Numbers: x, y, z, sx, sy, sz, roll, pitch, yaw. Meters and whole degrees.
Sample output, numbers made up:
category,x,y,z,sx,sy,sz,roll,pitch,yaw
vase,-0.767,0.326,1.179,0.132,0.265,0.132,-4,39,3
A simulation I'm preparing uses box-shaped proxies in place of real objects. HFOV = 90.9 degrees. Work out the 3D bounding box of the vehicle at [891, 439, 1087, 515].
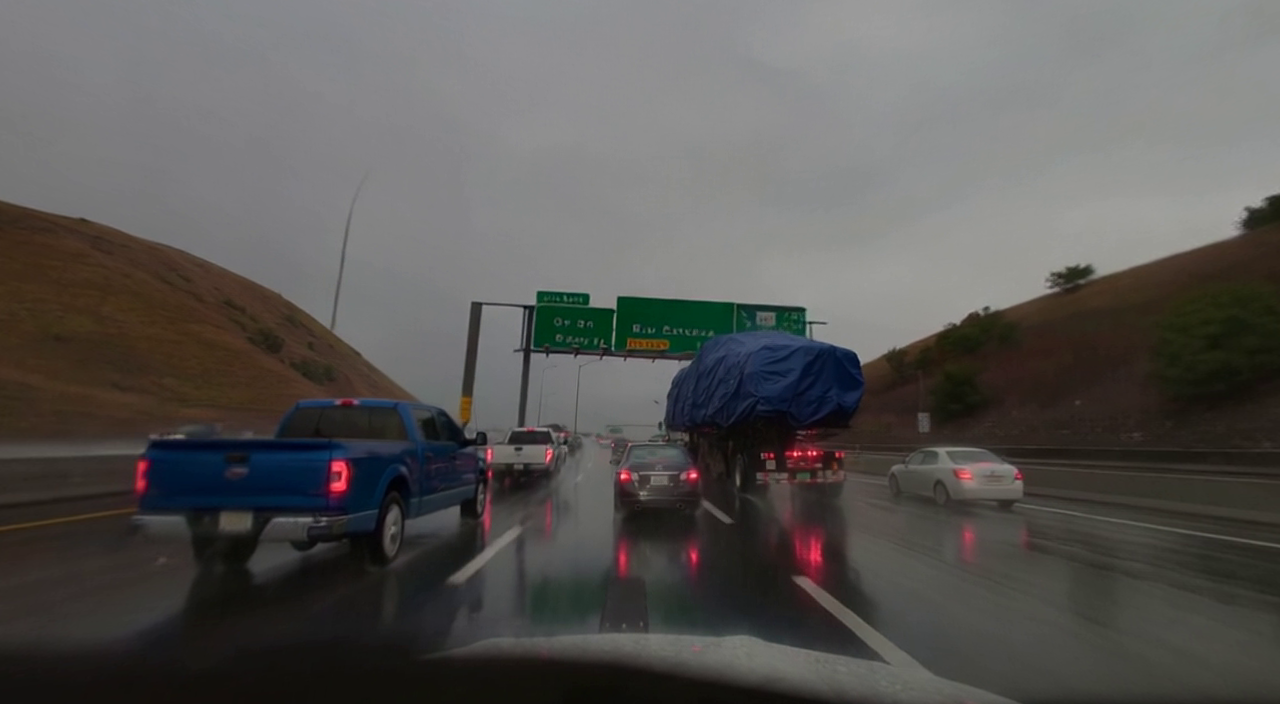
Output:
category,x,y,z,sx,sy,sz,roll,pitch,yaw
vehicle,7.763,2.782,14.633,2.092,1.495,4.194,0,-8,-1

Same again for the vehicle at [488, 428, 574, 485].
category,x,y,z,sx,sy,sz,roll,pitch,yaw
vehicle,-3.744,3.716,22.761,2.348,1.821,5.061,0,-8,-2

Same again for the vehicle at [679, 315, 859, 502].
category,x,y,z,sx,sy,sz,roll,pitch,yaw
vehicle,3.135,1.977,19.236,2.759,4.098,10.906,0,-8,-2

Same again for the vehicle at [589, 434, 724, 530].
category,x,y,z,sx,sy,sz,roll,pitch,yaw
vehicle,0.197,2.314,11.863,2.105,1.471,3.978,0,-8,-2

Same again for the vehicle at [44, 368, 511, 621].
category,x,y,z,sx,sy,sz,roll,pitch,yaw
vehicle,-3.281,1.448,7.505,2.318,1.902,5.374,0,-8,1
